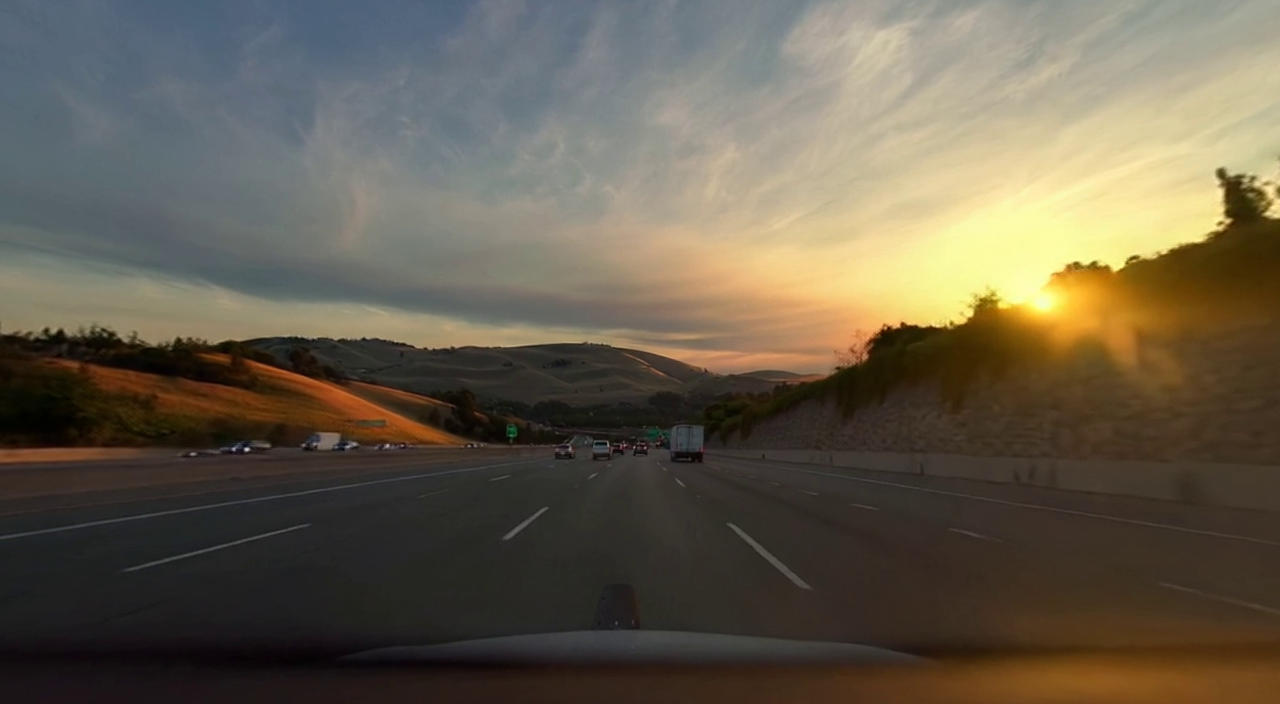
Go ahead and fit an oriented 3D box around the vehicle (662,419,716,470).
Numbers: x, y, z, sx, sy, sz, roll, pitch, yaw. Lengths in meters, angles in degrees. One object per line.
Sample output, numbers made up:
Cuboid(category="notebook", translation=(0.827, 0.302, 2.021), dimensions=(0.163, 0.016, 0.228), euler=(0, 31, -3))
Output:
Cuboid(category="vehicle", translation=(3.258, 6.481, 44.088), dimensions=(2.795, 3.187, 7.205), euler=(0, -9, -3))
